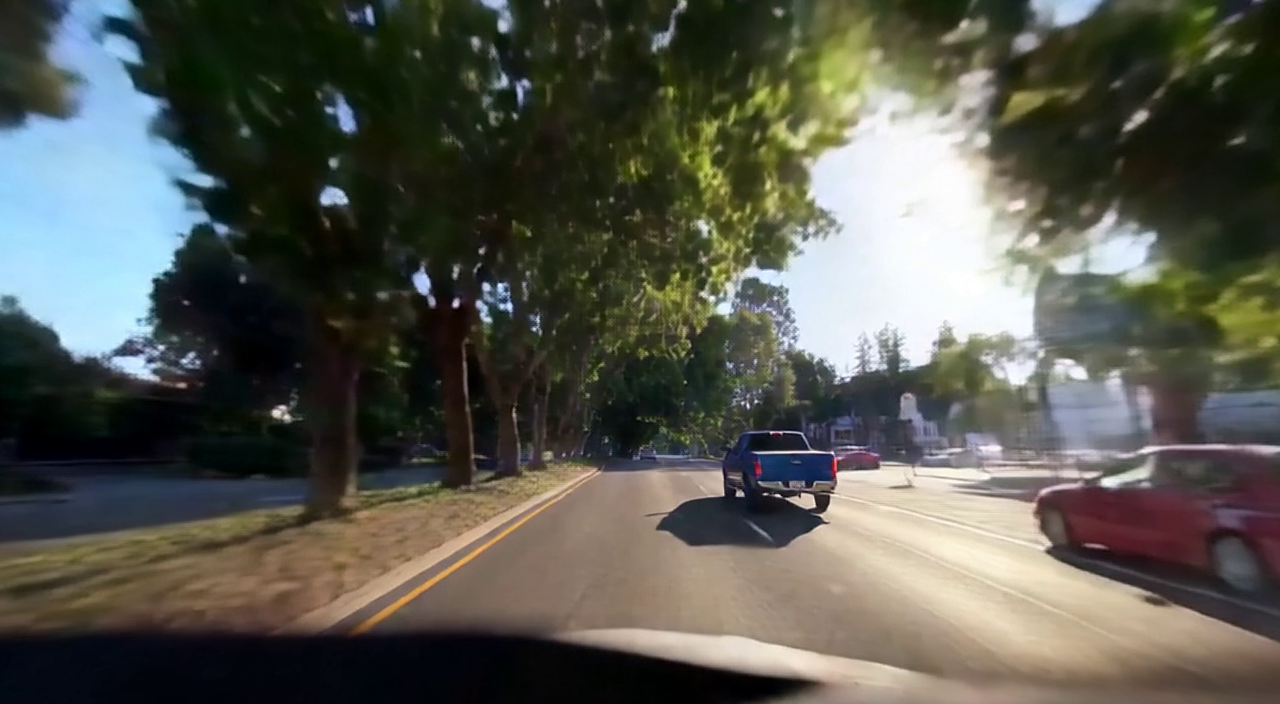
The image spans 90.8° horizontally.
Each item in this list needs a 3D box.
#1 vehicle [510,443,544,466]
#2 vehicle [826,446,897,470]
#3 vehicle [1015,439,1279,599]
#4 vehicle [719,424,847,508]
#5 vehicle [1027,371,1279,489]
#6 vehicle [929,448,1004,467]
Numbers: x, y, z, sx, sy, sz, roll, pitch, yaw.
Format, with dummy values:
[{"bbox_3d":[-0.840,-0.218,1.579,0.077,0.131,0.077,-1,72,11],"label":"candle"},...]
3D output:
[{"bbox_3d":[-8.721,7.940,49.014,1.834,1.695,4.129,0,-8,0],"label":"vehicle"},{"bbox_3d":[16.849,8.071,48.175,4.554,1.566,1.925,-3,-9,0],"label":"vehicle"},{"bbox_3d":[6.907,1.786,7.445,2.012,1.460,4.812,0,-8,0],"label":"vehicle"},{"bbox_3d":[3.495,2.907,16.644,2.138,1.836,5.245,0,-8,0],"label":"vehicle"},{"bbox_3d":[18.917,2.769,22.076,8.393,3.716,3.472,1,-9,-2],"label":"vehicle"},{"bbox_3d":[25.002,8.074,48.426,4.648,1.444,1.912,0,-8,-1],"label":"vehicle"}]
